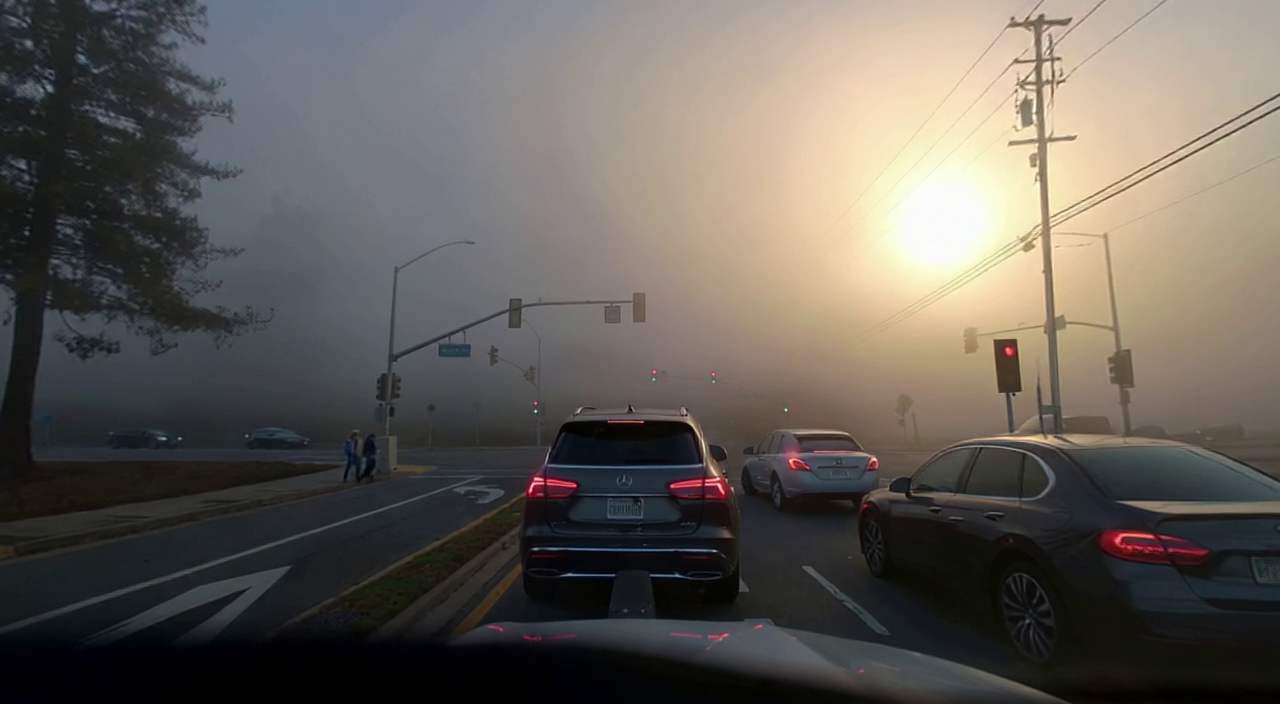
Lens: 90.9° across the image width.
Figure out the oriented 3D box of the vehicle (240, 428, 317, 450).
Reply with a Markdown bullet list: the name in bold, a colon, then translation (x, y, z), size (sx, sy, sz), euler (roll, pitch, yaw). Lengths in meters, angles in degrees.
- **vehicle**: translation (-26.989, 6.527, 47.212), size (4.587, 1.639, 1.878), euler (0, -8, 1)

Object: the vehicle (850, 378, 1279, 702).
- **vehicle**: translation (3.555, 1.294, 5.558), size (1.948, 1.677, 4.437), euler (0, -8, 1)

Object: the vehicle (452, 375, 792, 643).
- **vehicle**: translation (-0.168, 1.368, 6.534), size (2.271, 1.786, 4.443), euler (0, -8, -1)

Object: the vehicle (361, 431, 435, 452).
- **vehicle**: translation (-17.758, 6.557, 46.366), size (4.607, 1.478, 1.995), euler (0, -8, 0)
